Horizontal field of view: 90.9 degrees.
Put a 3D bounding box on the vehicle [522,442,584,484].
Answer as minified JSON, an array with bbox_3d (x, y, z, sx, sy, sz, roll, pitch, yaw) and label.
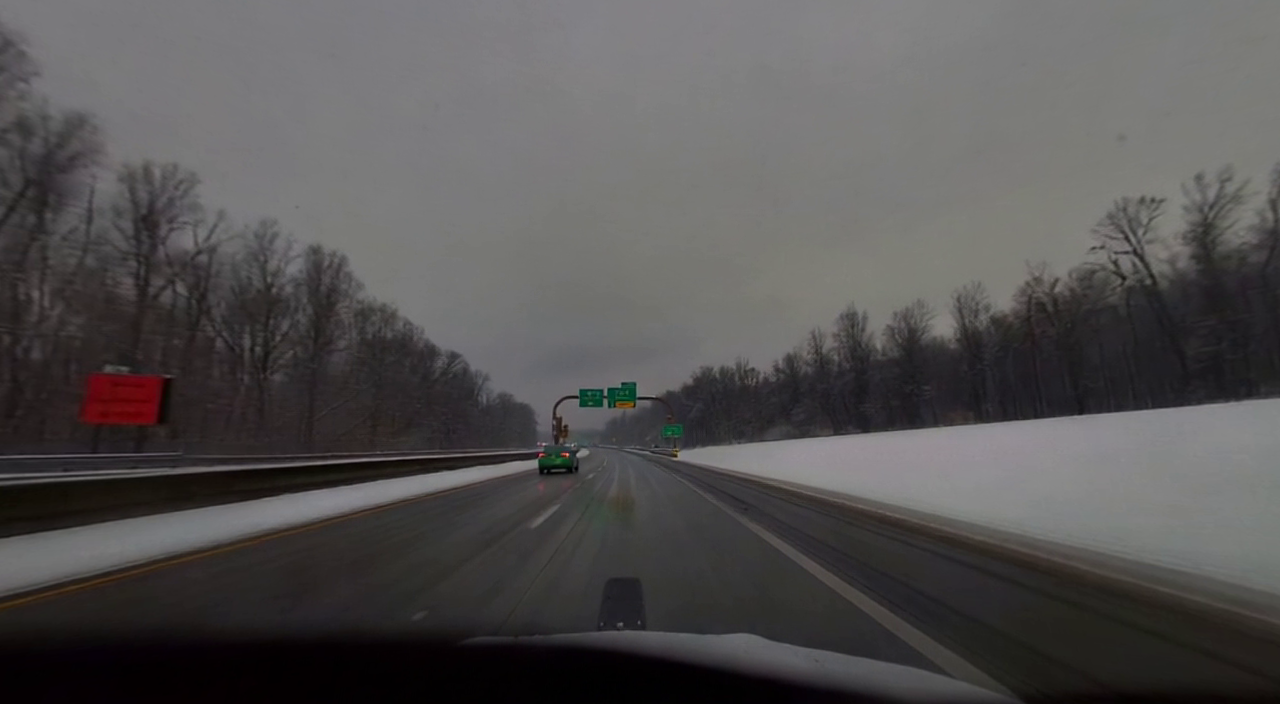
[{"bbox_3d":[-3.446,4.457,25.572,1.990,1.532,3.911,0,-9,-1],"label":"vehicle"}]
